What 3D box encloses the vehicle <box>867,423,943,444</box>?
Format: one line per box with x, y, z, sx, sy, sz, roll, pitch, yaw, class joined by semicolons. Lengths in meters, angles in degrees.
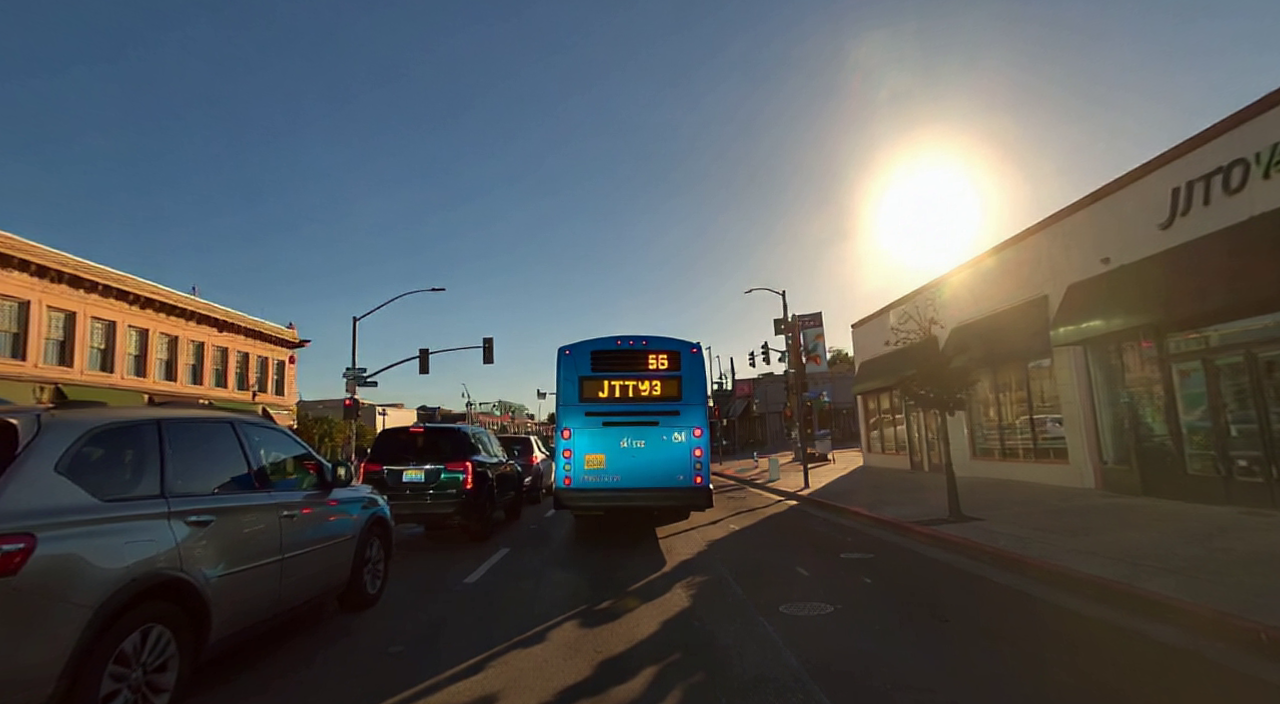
19.784;6.113;47.215;4.827;1.555;1.863;1;-9;-6;vehicle

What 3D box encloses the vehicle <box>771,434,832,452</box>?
11.899;6.738;46.666;3.949;1.337;1.738;0;-9;-2;vehicle

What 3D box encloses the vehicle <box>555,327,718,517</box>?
-0.316;1.991;16.571;2.938;3.468;9.972;0;-9;-3;vehicle

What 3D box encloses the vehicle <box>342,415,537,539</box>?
-3.355;2.204;11.770;2.096;1.828;4.669;0;-8;0;vehicle

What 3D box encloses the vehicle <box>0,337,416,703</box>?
-3.225;1.090;3.968;2.020;1.725;4.384;0;-8;0;vehicle
